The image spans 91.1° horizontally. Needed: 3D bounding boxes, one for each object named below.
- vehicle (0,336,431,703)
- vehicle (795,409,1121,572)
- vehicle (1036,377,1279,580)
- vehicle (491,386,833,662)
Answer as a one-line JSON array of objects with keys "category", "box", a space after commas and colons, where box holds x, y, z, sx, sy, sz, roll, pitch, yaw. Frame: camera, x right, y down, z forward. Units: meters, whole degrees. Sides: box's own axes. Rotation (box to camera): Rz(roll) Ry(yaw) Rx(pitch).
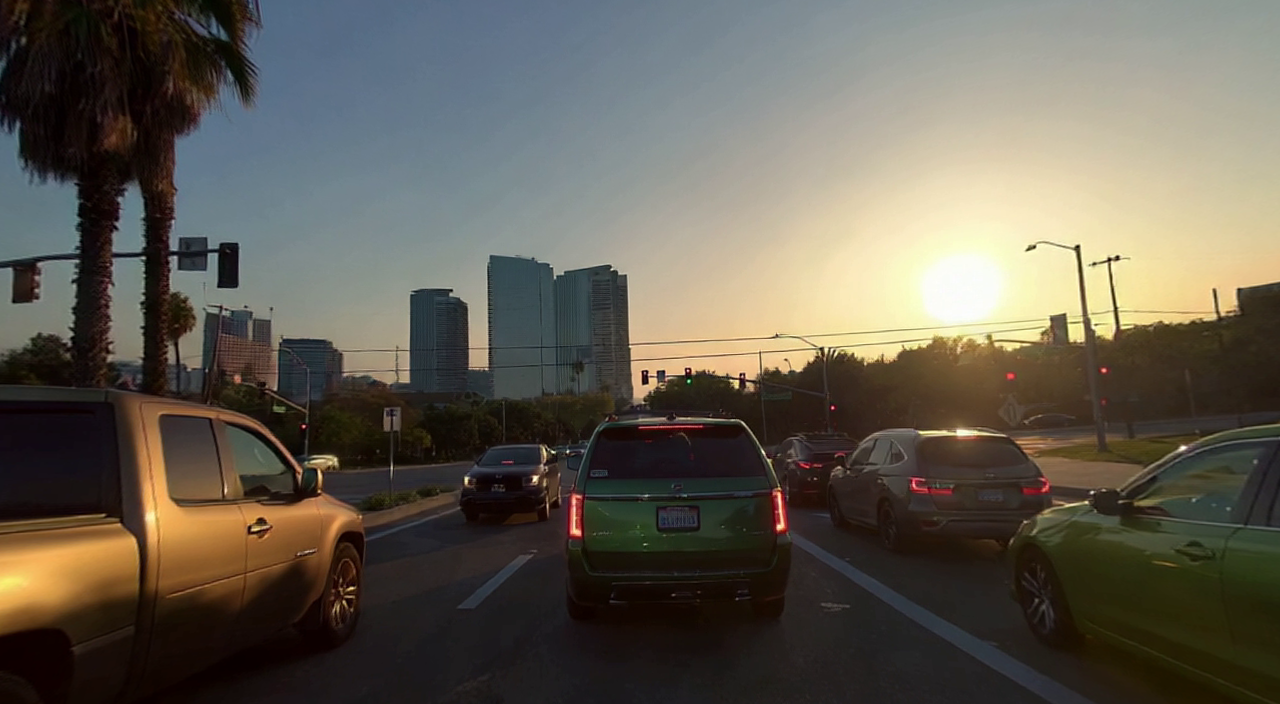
[{"category": "vehicle", "box": [-3.154, 1.089, 3.904, 2.171, 1.702, 4.416, 0, -8, 0]}, {"category": "vehicle", "box": [4.011, 1.853, 9.287, 2.072, 1.704, 5.170, 0, -9, -1]}, {"category": "vehicle", "box": [7.336, 1.339, 6.851, 2.337, 1.925, 5.728, 0, -8, 1]}, {"category": "vehicle", "box": [0.171, 1.376, 6.059, 2.123, 1.704, 4.128, 0, -9, 1]}]
